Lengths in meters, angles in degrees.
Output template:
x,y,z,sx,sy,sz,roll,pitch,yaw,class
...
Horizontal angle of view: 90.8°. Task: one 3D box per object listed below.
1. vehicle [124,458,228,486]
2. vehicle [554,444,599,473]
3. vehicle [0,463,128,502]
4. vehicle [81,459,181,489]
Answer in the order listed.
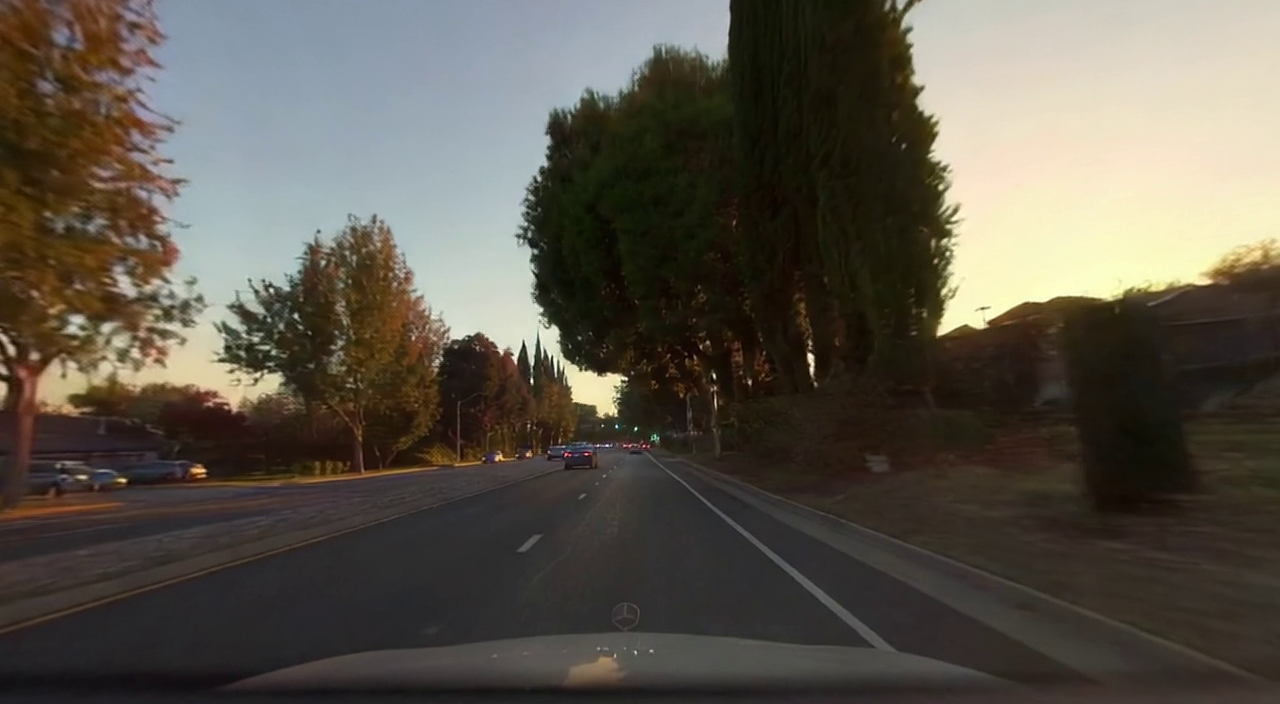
x,y,z,sx,sy,sz,roll,pitch,yaw,class
-27.502,7.095,37.569,4.560,1.541,2.051,0,-8,1,vehicle
-3.309,5.630,33.728,1.992,1.447,4.044,0,-8,0,vehicle
-24.738,5.449,26.494,4.743,1.482,2.164,-1,-8,3,vehicle
-27.588,6.602,34.319,3.641,1.519,2.003,0,-8,0,vehicle
